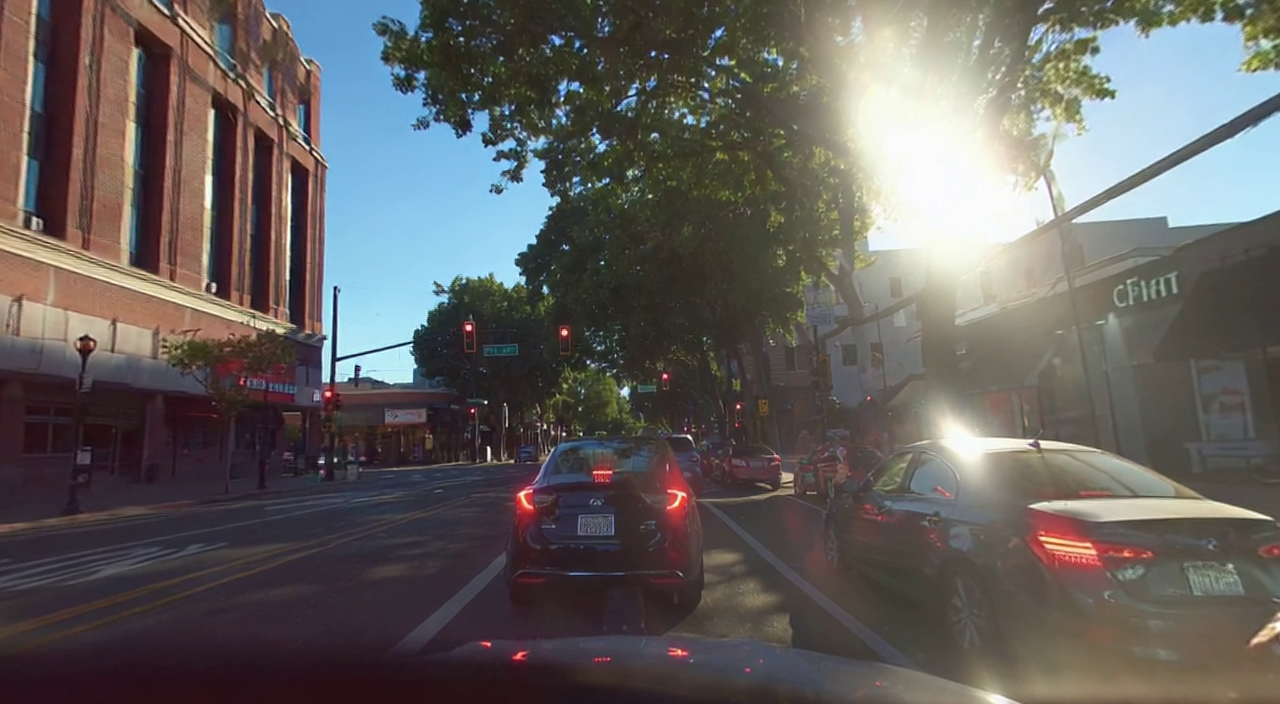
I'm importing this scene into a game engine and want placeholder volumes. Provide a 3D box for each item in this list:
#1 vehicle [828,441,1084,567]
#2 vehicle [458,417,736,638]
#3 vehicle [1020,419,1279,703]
[{"bbox_3d":[4.534,2.187,10.028,1.912,1.505,4.618,-1,-8,3],"label":"vehicle"},{"bbox_3d":[-0.284,1.469,6.212,1.888,1.489,3.703,0,-8,0],"label":"vehicle"},{"bbox_3d":[3.177,0.818,1.097,2.006,1.496,4.767,0,-9,-1],"label":"vehicle"}]
